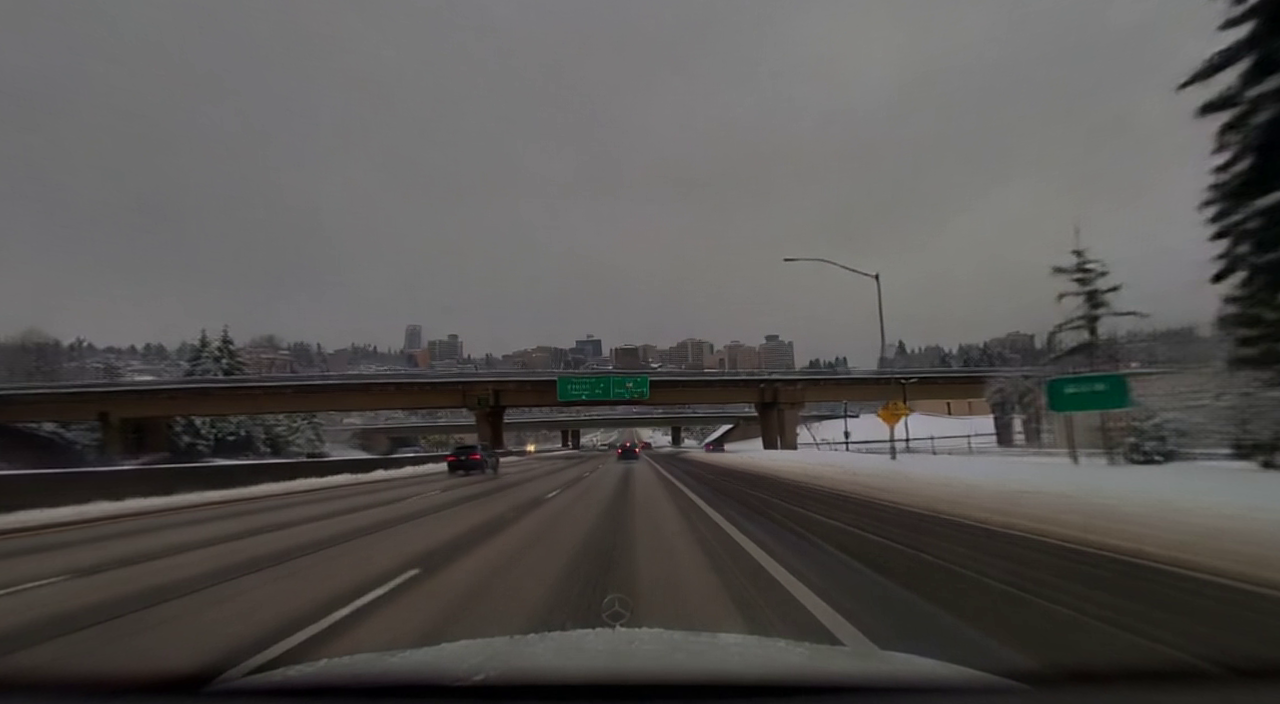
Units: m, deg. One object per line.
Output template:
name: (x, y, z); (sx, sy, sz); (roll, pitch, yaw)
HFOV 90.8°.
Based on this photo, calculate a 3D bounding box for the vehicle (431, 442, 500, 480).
vehicle: (-7.833, 4.937, 28.873); (1.957, 1.554, 4.350); (0, -9, -1)

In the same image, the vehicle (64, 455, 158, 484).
vehicle: (-34.918, 7.764, 41.908); (2.037, 1.705, 4.919); (0, -8, -1)

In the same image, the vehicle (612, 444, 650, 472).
vehicle: (-0.534, 5.825, 34.949); (2.012, 1.471, 4.059); (0, -9, -2)
